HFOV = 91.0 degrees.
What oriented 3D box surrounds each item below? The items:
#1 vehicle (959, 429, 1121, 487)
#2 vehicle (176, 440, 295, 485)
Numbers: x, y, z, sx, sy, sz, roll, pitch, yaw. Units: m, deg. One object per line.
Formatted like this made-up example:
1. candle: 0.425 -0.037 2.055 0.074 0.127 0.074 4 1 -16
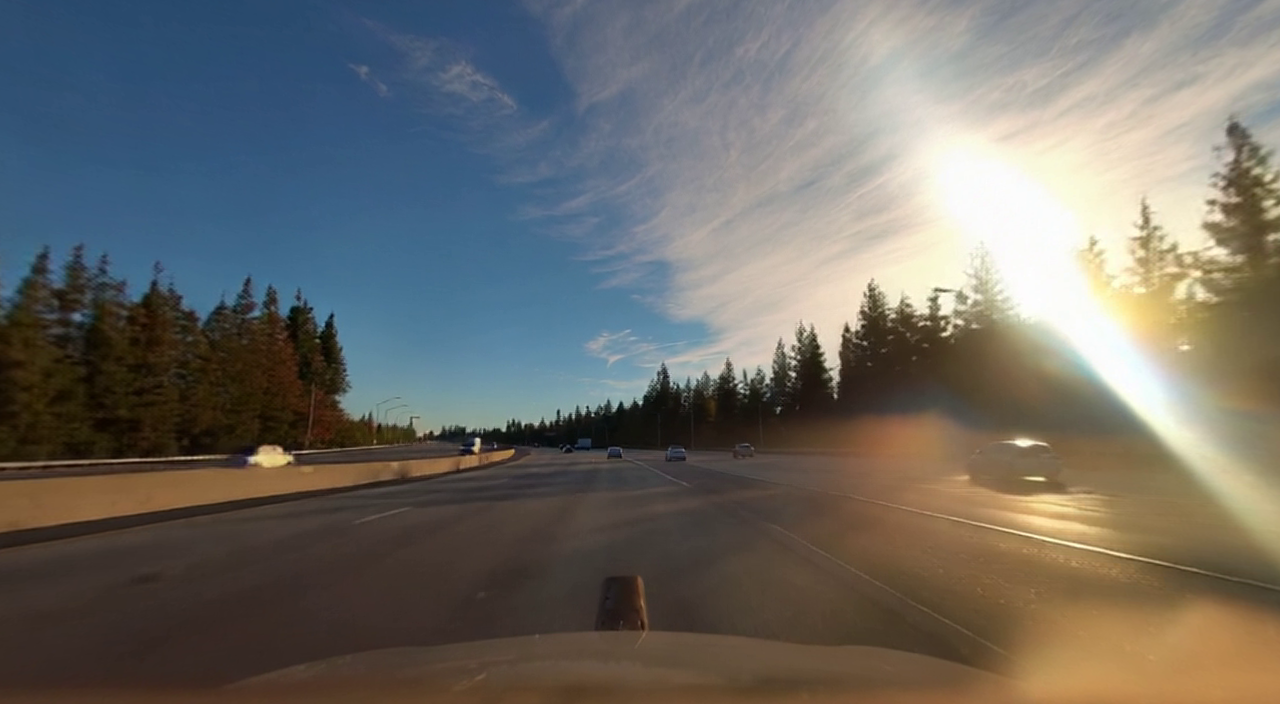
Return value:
1. vehicle: 13.887 3.737 22.419 2.107 1.803 5.385 0 -9 -1
2. vehicle: -20.267 5.546 31.984 2.258 2.026 5.866 0 -9 -2
